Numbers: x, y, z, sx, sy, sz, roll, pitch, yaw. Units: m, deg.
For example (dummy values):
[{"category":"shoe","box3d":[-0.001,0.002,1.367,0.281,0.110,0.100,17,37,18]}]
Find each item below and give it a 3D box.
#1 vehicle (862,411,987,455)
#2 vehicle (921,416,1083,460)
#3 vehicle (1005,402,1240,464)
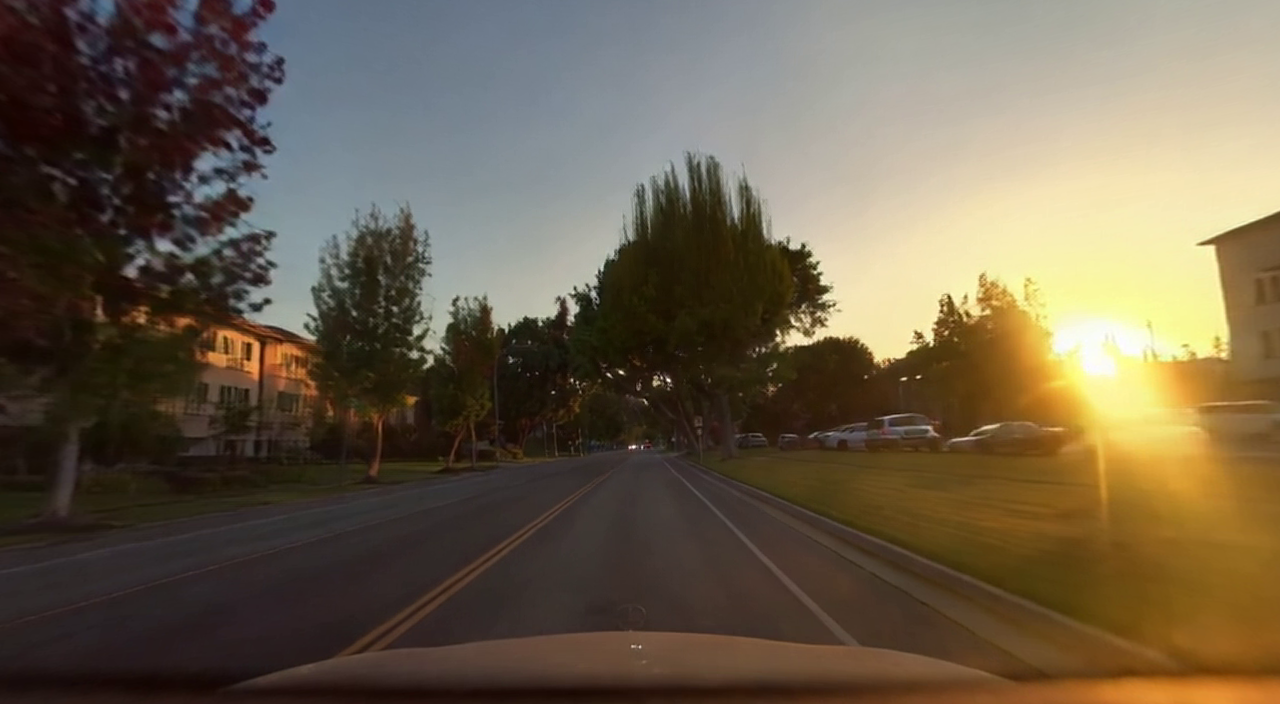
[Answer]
[{"category":"vehicle","box3d":[12.411,3.596,27.694,4.540,1.824,1.965,1,-9,-6]},{"category":"vehicle","box3d":[12.678,3.048,22.300,4.428,1.467,2.099,0,-9,-1]},{"category":"vehicle","box3d":[12.545,2.159,16.602,4.529,1.490,2.168,1,-9,-5]}]
